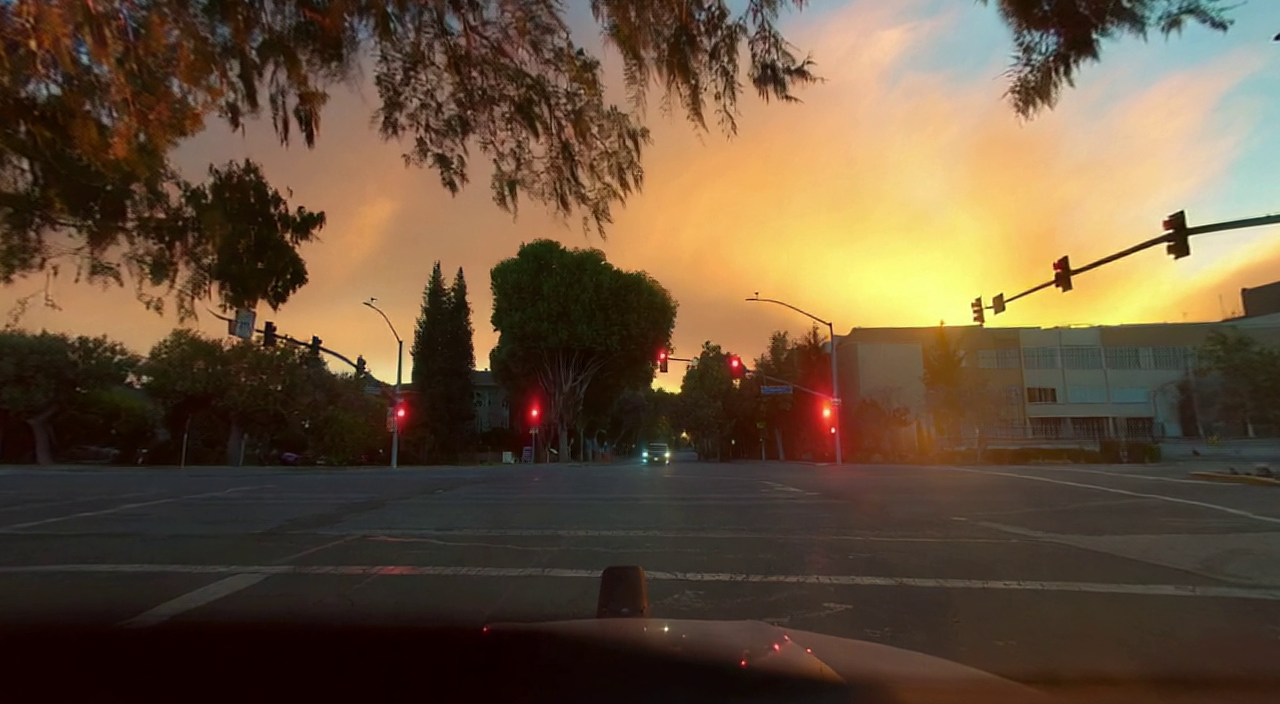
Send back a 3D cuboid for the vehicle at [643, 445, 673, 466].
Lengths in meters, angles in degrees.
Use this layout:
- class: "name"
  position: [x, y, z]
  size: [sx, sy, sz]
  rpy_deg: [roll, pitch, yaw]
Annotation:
- class: "vehicle"
  position: [1.270, 7.614, 46.466]
  size: [2.132, 1.449, 4.235]
  rpy_deg: [0, -9, 0]
